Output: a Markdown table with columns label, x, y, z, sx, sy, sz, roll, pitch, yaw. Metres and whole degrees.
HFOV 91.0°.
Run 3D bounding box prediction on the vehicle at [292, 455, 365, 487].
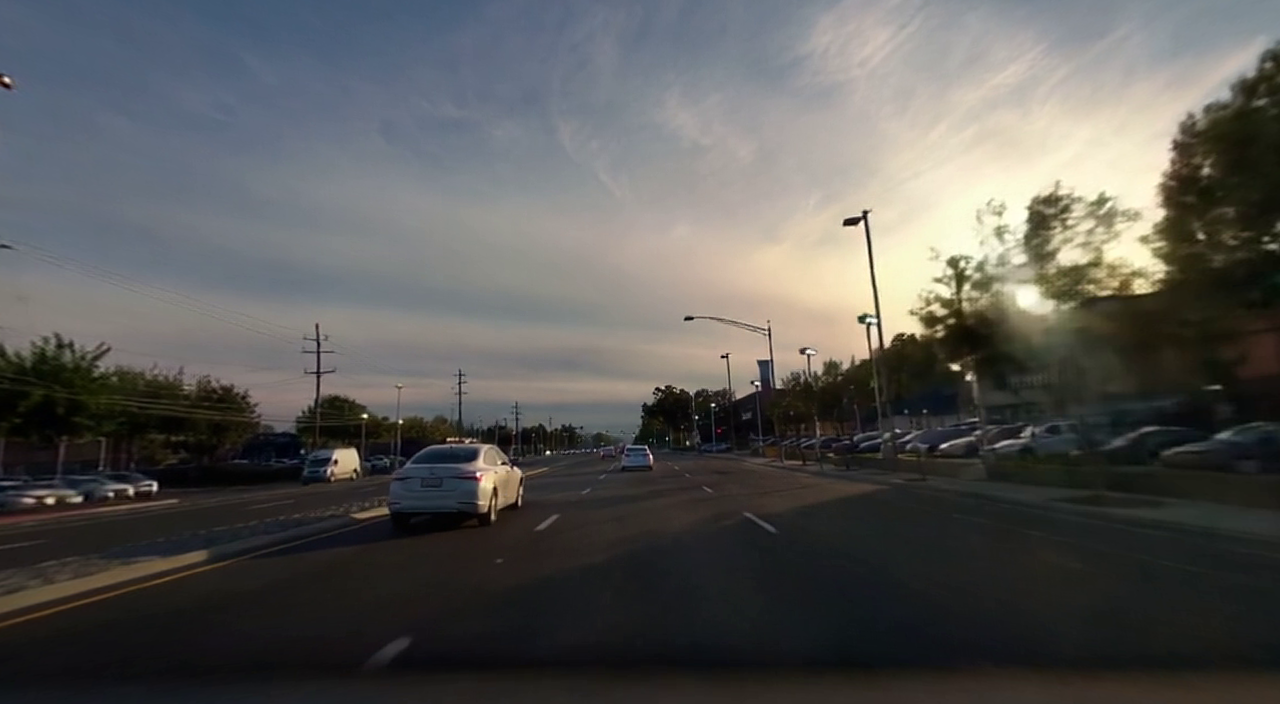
| label | x | y | z | sx | sy | sz | roll | pitch | yaw |
| --- | --- | --- | --- | --- | --- | --- | --- | --- | --- |
| vehicle | -22.979 | 8.744 | 46.777 | 2.416 | 2.082 | 6.190 | 0 | -9 | -2 |

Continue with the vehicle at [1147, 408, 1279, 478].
| label | x | y | z | sx | sy | sz | roll | pitch | yaw |
| --- | --- | --- | --- | --- | --- | --- | --- | --- | --- |
| vehicle | 14.638 | 2.071 | 14.369 | 4.363 | 1.485 | 1.964 | 0 | -9 | 1 |

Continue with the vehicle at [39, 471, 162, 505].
| label | x | y | z | sx | sy | sz | roll | pitch | yaw |
| --- | --- | --- | --- | --- | --- | --- | --- | --- | --- |
| vehicle | -31.963 | 8.059 | 37.426 | 5.325 | 1.814 | 2.128 | 0 | -9 | 1 |

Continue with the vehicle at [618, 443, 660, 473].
| label | x | y | z | sx | sy | sz | roll | pitch | yaw |
| --- | --- | --- | --- | --- | --- | --- | --- | --- | --- |
| vehicle | -0.072 | 5.532 | 33.057 | 2.019 | 1.459 | 4.005 | 0 | -9 | -1 |

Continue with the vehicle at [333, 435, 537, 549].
| label | x | y | z | sx | sy | sz | roll | pitch | yaw |
| --- | --- | --- | --- | --- | --- | --- | --- | --- | --- |
| vehicle | -3.091 | 2.202 | 10.603 | 1.939 | 1.496 | 4.309 | 0 | -9 | 1 |

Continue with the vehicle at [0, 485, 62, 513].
| label | x | y | z | sx | sy | sz | roll | pitch | yaw |
| --- | --- | --- | --- | --- | --- | --- | --- | --- | --- |
| vehicle | -37.119 | 8.691 | 37.256 | 4.103 | 1.444 | 1.795 | 0 | -9 | 2 |
